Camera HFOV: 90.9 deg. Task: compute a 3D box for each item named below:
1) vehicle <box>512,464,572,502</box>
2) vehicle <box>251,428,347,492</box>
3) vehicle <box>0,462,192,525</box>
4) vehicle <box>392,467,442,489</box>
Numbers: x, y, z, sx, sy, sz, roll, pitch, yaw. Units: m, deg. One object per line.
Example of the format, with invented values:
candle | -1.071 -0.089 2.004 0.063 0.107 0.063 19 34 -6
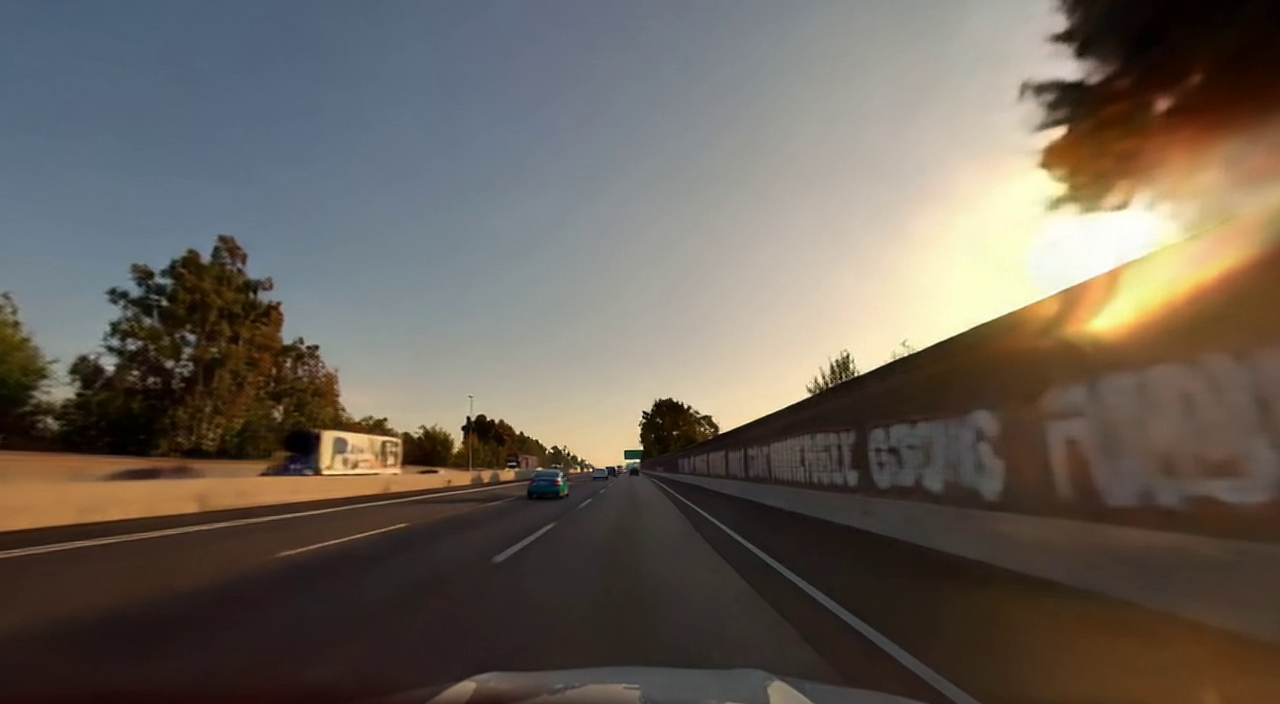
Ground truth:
vehicle | -4.131 5.582 27.078 1.941 1.437 3.829 1 -10 0
vehicle | -22.811 7.347 42.621 2.950 3.925 5.877 1 -10 0
vehicle | -15.215 3.847 17.598 1.963 1.476 4.580 1 -10 0
vehicle | -15.861 8.952 45.061 1.842 1.456 4.483 1 -10 1
